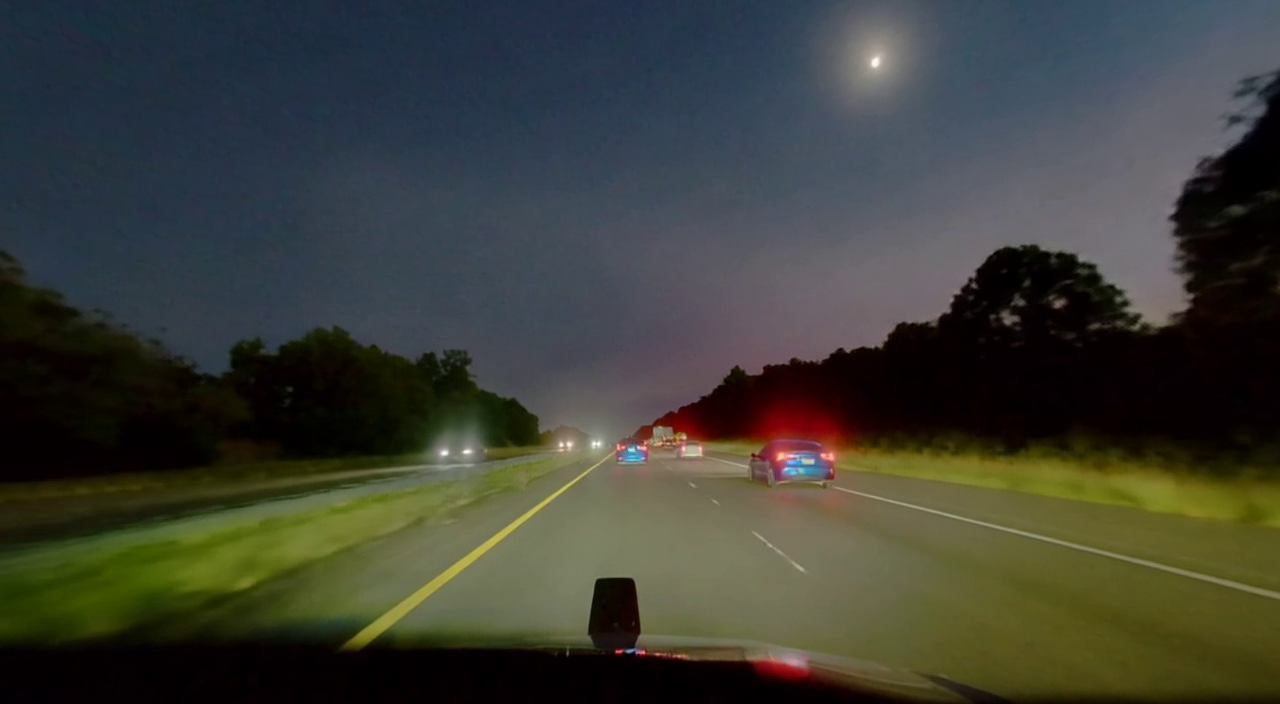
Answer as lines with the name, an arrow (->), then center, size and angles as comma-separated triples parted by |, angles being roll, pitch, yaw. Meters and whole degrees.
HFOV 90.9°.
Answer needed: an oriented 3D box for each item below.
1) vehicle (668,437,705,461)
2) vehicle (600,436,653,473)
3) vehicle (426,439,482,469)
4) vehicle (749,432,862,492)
vehicle -> 3.045, 6.429, 42.115 | 2.004, 1.469, 4.472 | 0, -8, -2
vehicle -> -0.584, 4.372, 27.274 | 2.143, 1.466, 3.693 | 0, -8, -1
vehicle -> -9.664, 5.310, 33.060 | 1.855, 1.458, 3.717 | 0, -8, -1
vehicle -> 4.597, 3.098, 18.258 | 2.066, 1.526, 4.216 | 0, -8, -1
